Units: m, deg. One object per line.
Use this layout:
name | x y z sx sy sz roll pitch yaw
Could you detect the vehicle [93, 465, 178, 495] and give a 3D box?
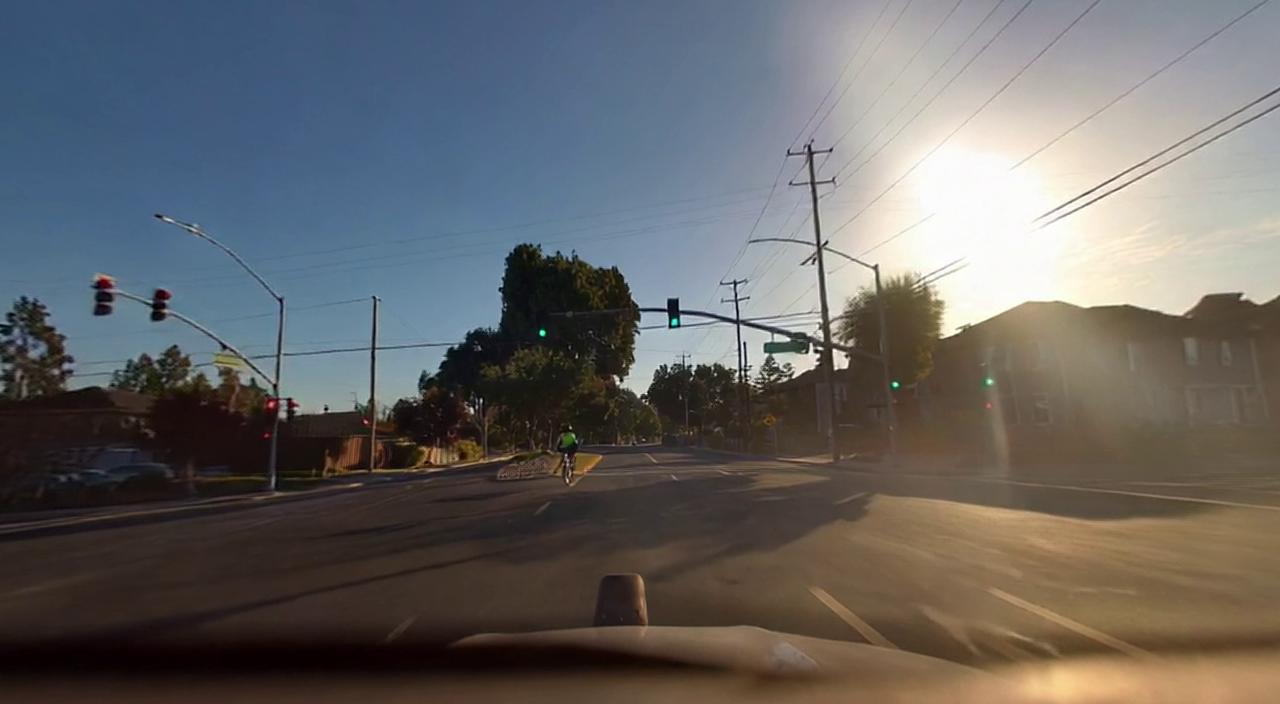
vehicle | -28.926 7.302 36.392 1.974 1.457 4.248 1 -9 -11
